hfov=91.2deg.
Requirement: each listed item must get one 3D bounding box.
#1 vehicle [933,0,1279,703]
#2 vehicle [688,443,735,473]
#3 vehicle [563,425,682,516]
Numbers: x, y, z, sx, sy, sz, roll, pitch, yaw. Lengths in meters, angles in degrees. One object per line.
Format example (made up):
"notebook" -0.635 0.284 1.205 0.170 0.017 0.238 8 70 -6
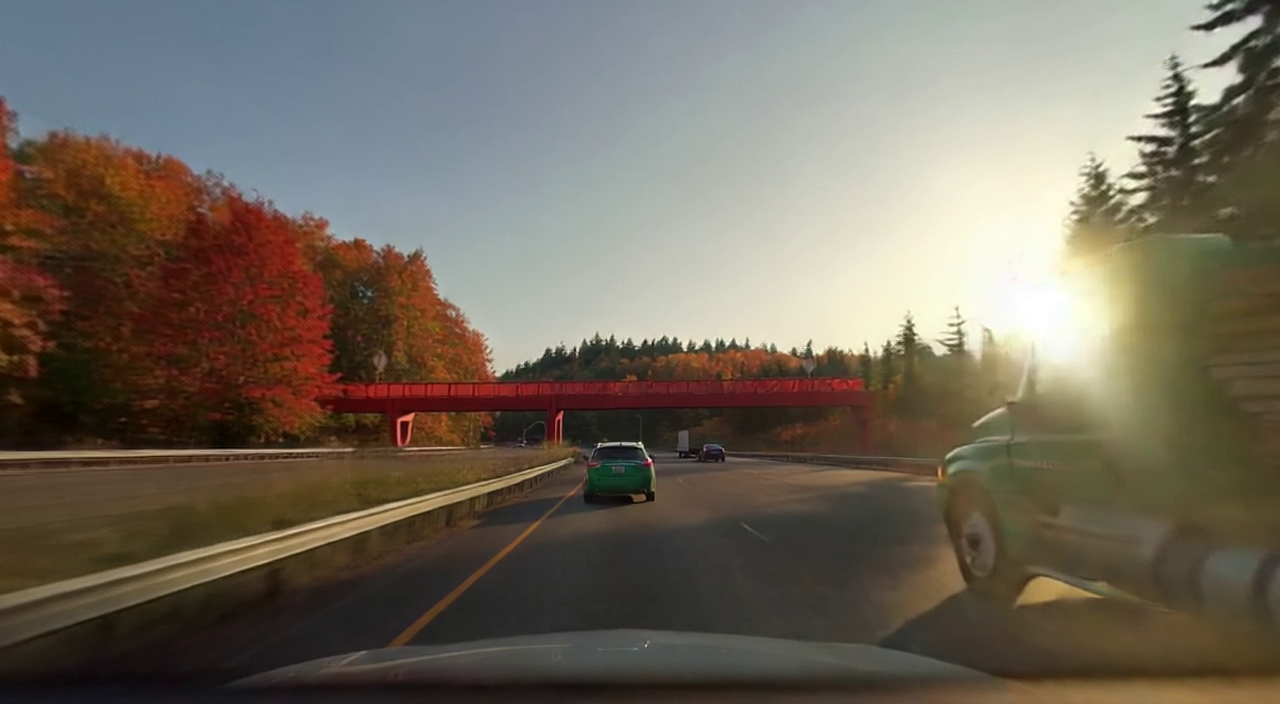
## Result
"vehicle" 4.235 -0.410 1.087 2.992 3.920 8.831 0 -9 -1
"vehicle" 3.706 5.541 32.980 1.894 1.487 3.751 0 -9 -2
"vehicle" -0.342 2.575 14.034 2.259 1.699 4.015 0 -9 0
